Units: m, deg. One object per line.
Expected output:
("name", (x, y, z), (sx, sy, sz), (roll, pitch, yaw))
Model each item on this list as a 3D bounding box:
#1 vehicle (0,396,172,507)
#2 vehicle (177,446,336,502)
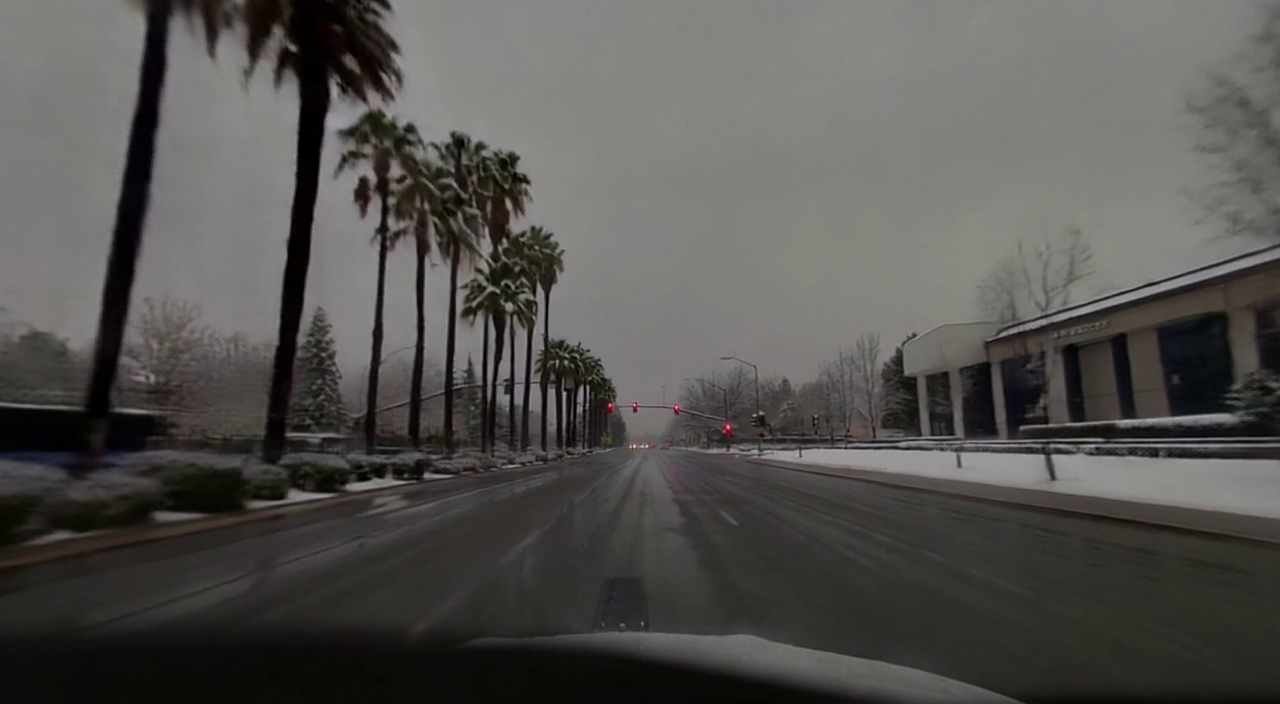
("vehicle", (-21.538, 3.254, 20.638), (3.013, 3.417, 12.442), (0, -8, -1))
("vehicle", (-11.694, 3.714, 19.707), (1.968, 1.486, 4.707), (0, -8, 1))
